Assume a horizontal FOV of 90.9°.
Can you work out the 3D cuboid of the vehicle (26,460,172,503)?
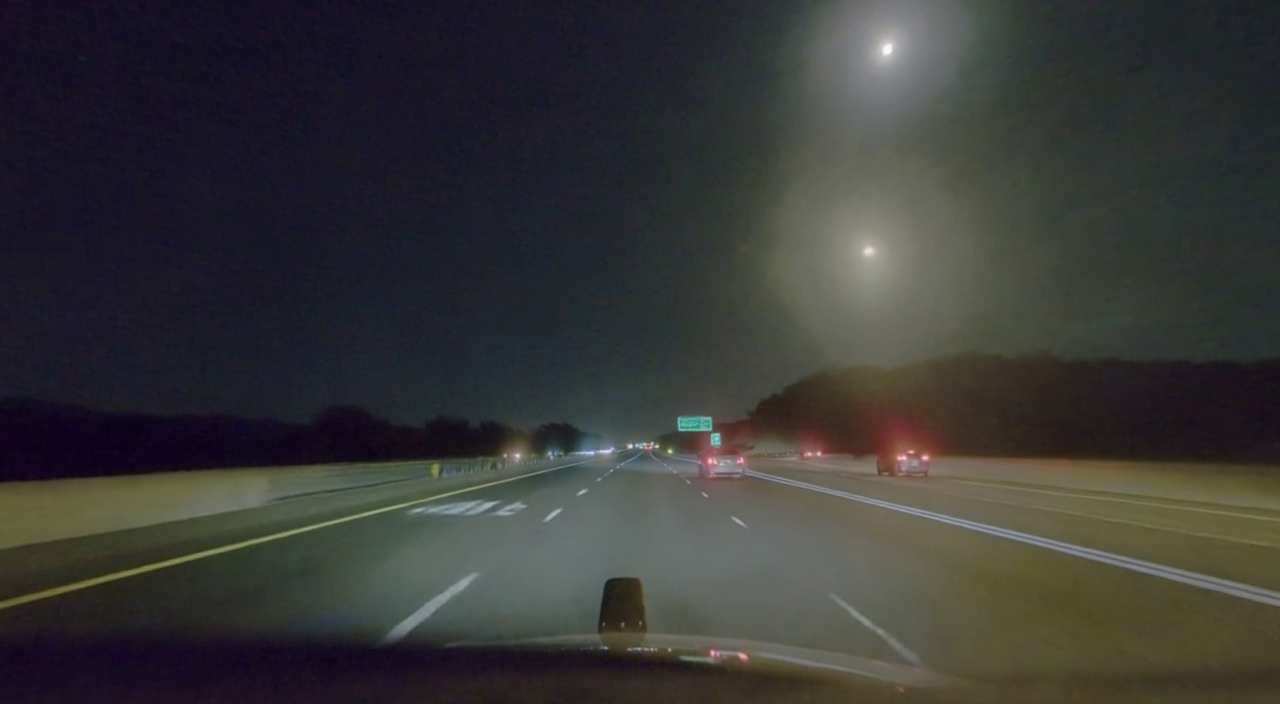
[{"bbox_3d":[-21.459,5.121,25.326,1.807,1.449,4.553,0,-8,0],"label":"vehicle"}]

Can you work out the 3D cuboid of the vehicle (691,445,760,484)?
[{"bbox_3d":[3.466,4.667,26.476,2.193,1.462,4.533,0,-8,-1],"label":"vehicle"}]
